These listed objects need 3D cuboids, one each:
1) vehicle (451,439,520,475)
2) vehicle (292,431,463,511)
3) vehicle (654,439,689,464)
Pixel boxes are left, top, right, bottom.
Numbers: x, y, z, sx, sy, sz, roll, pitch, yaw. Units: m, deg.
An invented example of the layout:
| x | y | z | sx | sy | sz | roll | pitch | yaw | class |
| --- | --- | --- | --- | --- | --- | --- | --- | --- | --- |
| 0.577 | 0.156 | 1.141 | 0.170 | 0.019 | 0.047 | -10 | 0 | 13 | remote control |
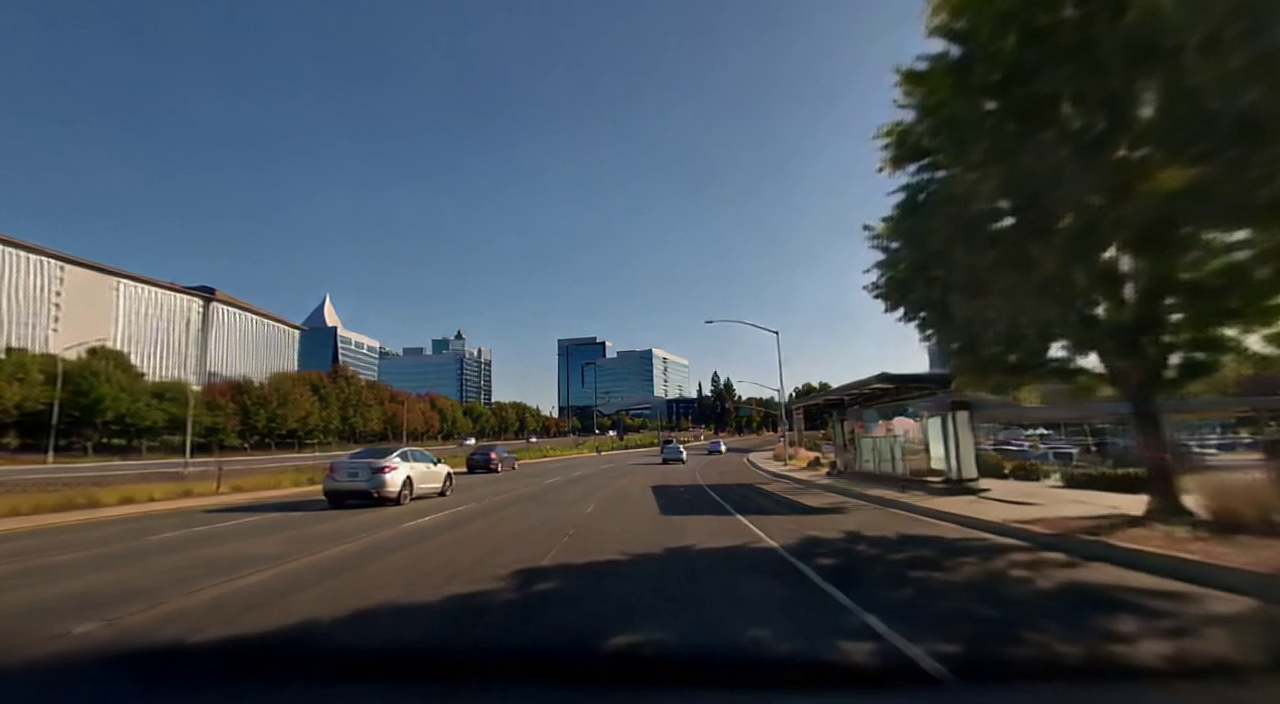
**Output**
| x | y | z | sx | sy | sz | roll | pitch | yaw | class |
| --- | --- | --- | --- | --- | --- | --- | --- | --- | --- |
| -8.064 | 5.510 | 33.381 | 2.097 | 1.782 | 4.682 | -1 | -8 | 5 | vehicle |
| -6.400 | 2.947 | 16.117 | 2.181 | 1.728 | 4.515 | -1 | -8 | 3 | vehicle |
| 2.448 | 7.570 | 48.088 | 2.345 | 1.803 | 4.261 | -1 | -8 | 7 | vehicle |
